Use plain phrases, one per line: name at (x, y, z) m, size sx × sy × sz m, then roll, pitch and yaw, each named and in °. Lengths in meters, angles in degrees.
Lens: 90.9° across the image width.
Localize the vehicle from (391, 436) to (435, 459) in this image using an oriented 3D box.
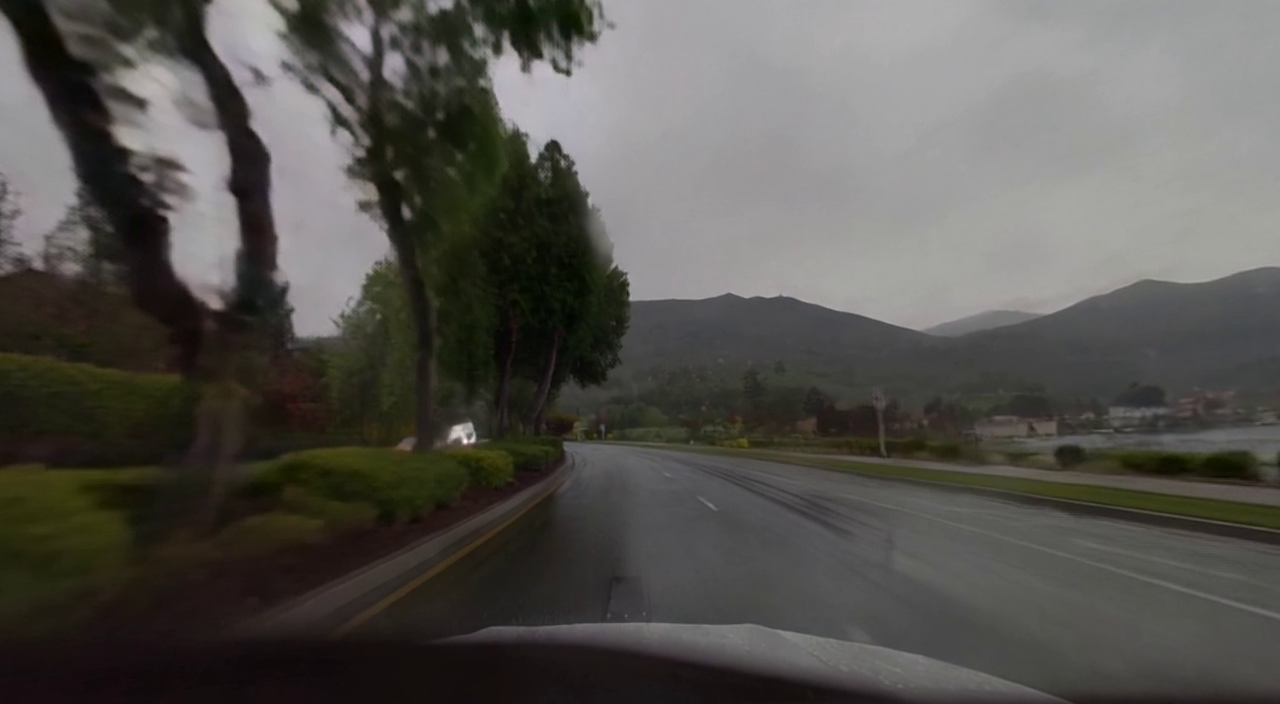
vehicle at (-15.810, 6.668, 44.162) m, size 1.842 × 1.495 × 4.375 m, roll 1°, pitch -8°, yaw -6°
